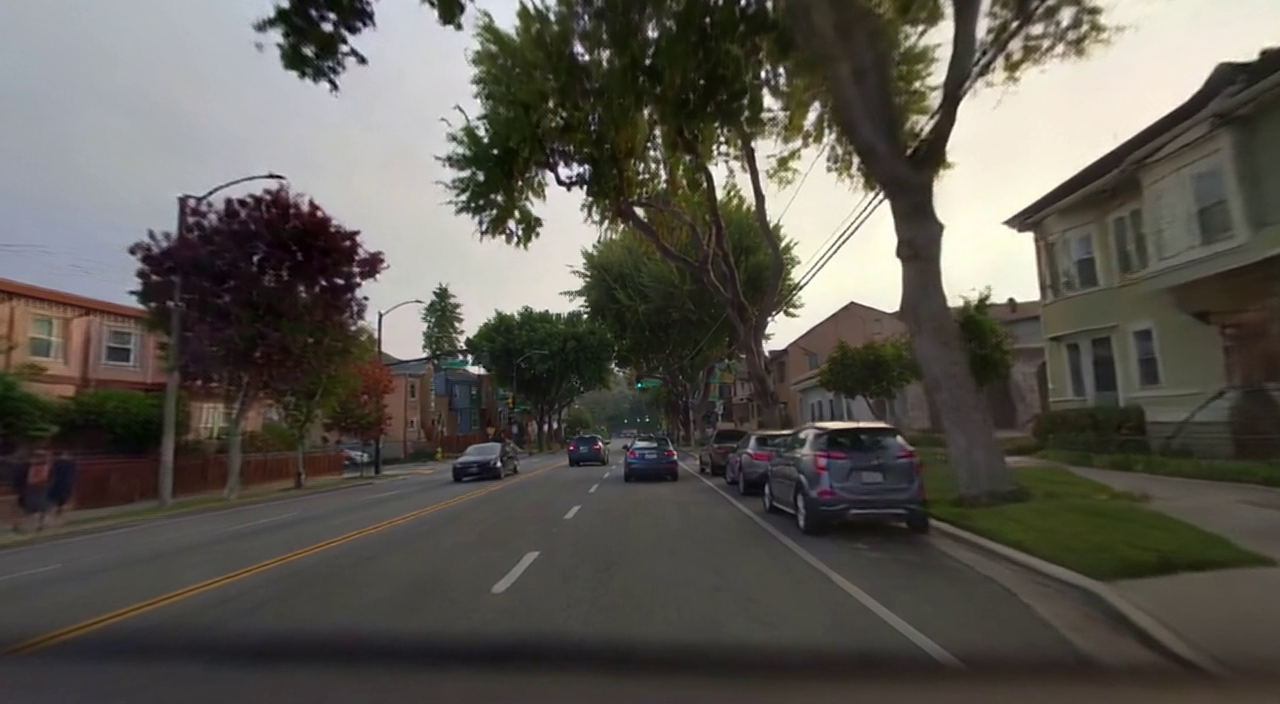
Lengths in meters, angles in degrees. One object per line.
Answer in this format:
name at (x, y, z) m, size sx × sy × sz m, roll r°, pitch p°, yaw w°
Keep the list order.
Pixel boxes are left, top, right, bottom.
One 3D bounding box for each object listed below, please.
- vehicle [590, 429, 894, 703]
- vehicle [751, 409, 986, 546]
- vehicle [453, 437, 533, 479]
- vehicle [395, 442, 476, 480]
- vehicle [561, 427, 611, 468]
vehicle at (0.442, 1.316, 4.756) m, size 1.485 × 1.385 × 3.283 m, roll 1°, pitch -8°, yaw -2°
vehicle at (3.070, 1.754, 9.515) m, size 1.905 × 1.589 × 4.028 m, roll 0°, pitch -8°, yaw -2°
vehicle at (-5.784, 4.199, 25.381) m, size 2.055 × 1.521 × 4.639 m, roll -1°, pitch -8°, yaw 1°
vehicle at (-8.955, 4.770, 27.947) m, size 2.059 × 1.507 × 4.379 m, roll -1°, pitch -8°, yaw 1°
vehicle at (-2.550, 4.608, 30.691) m, size 1.983 × 1.841 × 4.013 m, roll -1°, pitch -8°, yaw 1°
